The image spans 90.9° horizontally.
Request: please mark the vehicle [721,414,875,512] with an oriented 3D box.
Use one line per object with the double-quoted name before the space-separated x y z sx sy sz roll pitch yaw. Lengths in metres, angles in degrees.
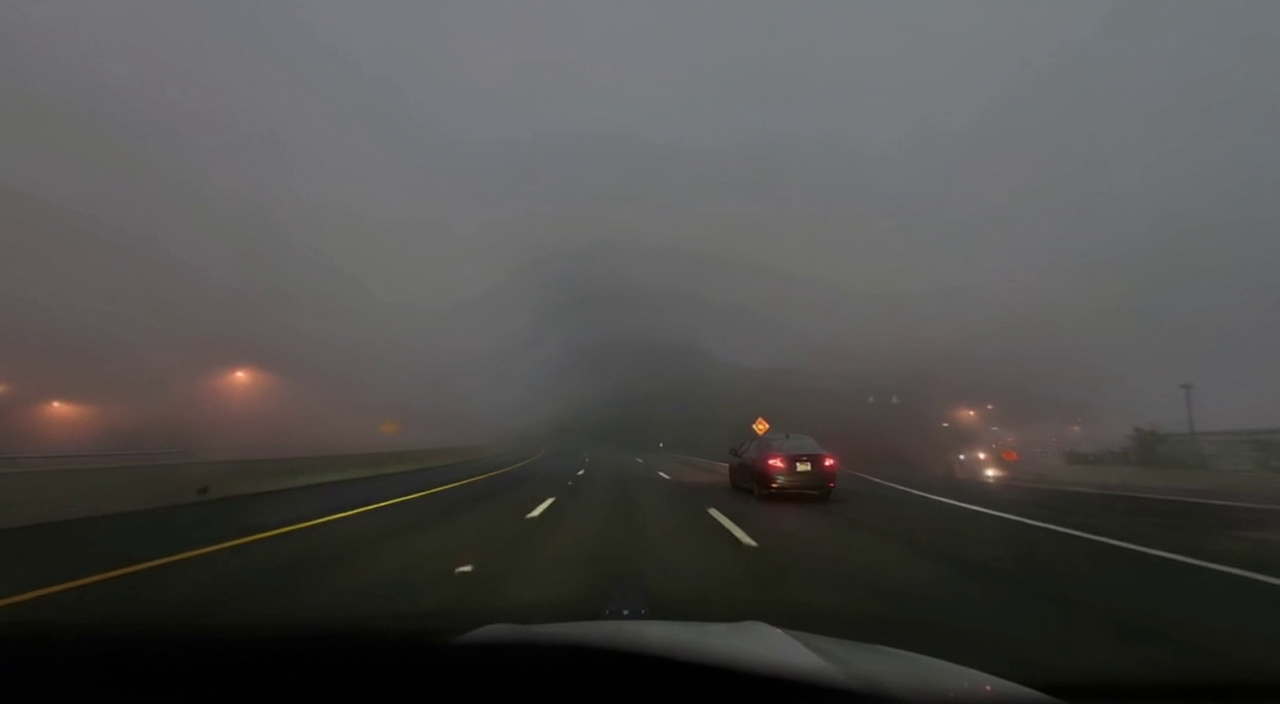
"vehicle" 3.090 2.289 13.383 2.059 1.715 4.192 0 -8 -2
